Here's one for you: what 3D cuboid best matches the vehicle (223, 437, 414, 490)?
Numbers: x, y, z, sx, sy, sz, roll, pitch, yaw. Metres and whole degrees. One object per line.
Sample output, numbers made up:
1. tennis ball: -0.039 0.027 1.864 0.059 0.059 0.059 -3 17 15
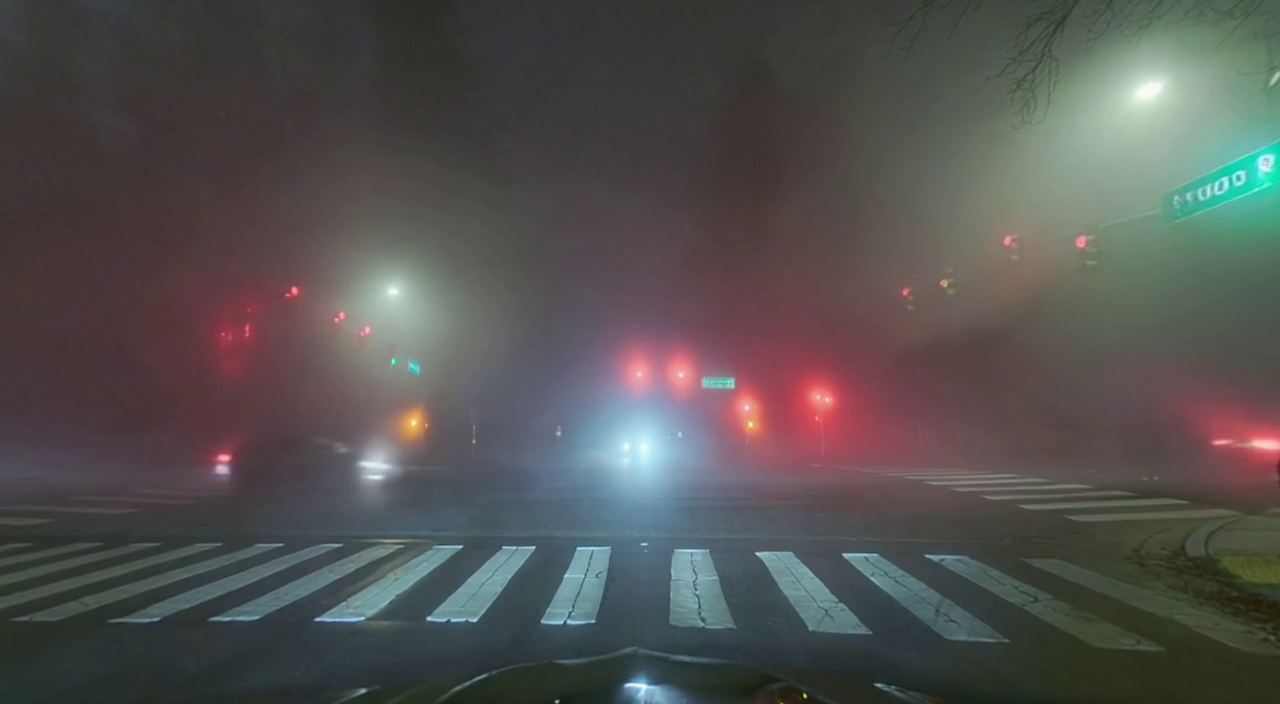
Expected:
1. vehicle: -9.502 3.328 18.987 4.698 1.466 1.883 0 -9 1
